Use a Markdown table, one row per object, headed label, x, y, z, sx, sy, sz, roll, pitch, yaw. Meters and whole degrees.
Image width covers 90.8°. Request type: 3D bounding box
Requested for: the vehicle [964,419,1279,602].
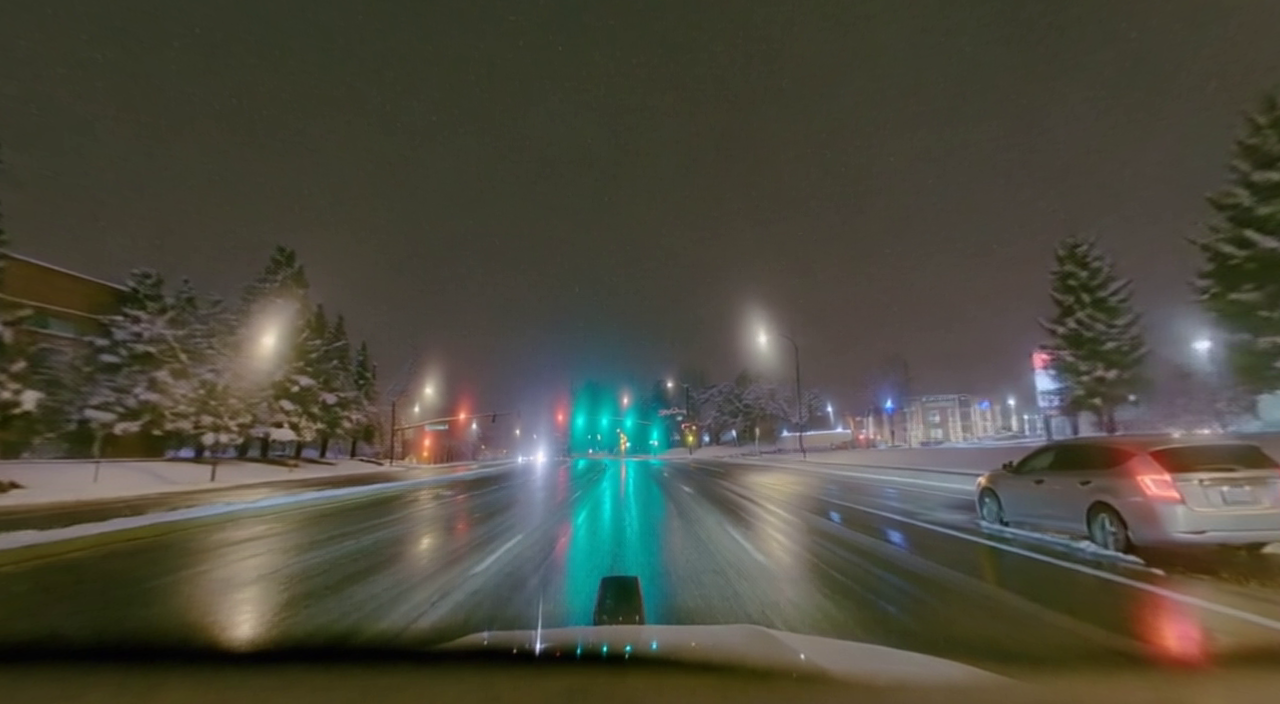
| label | x | y | z | sx | sy | sz | roll | pitch | yaw |
| --- | --- | --- | --- | --- | --- | --- | --- | --- | --- |
| vehicle | 6.137 | 1.639 | 7.550 | 2.070 | 1.491 | 4.575 | 0 | -8 | 0 |
